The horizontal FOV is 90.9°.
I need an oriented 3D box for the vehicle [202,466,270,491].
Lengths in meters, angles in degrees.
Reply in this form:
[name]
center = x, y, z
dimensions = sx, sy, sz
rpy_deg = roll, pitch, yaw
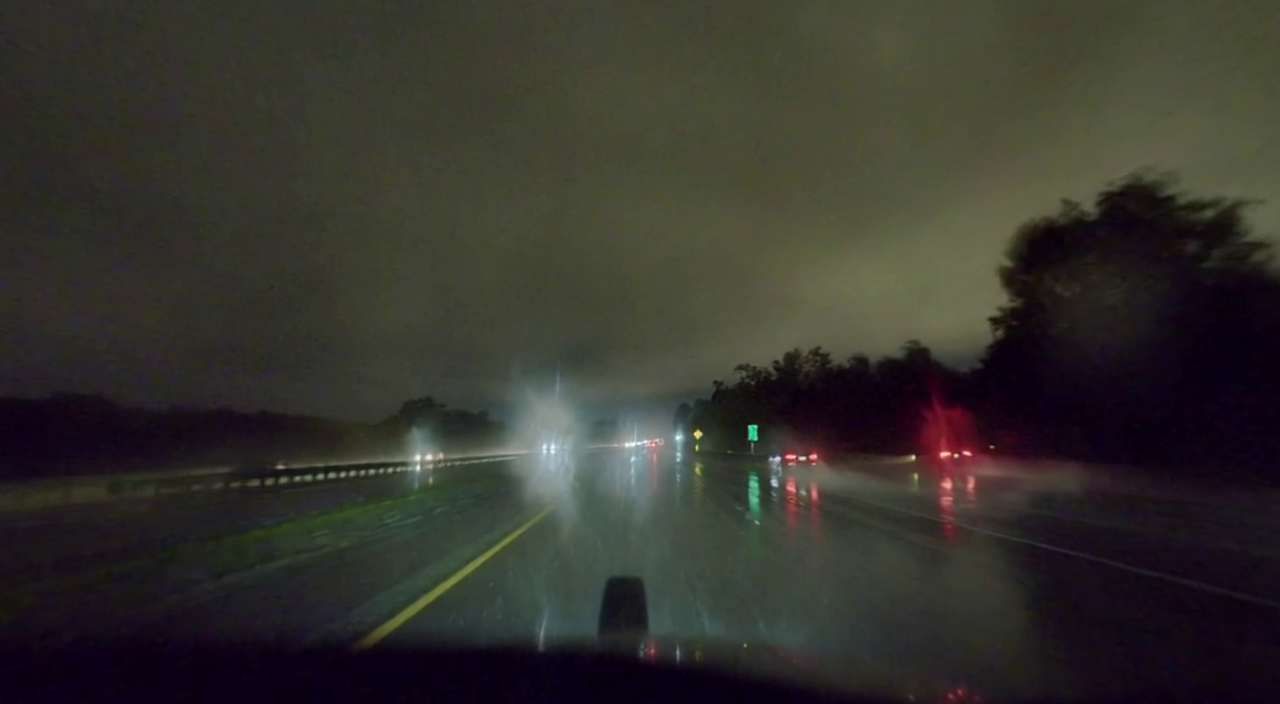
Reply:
[vehicle]
center = -28.915, 9.043, 45.281
dimensions = 1.815, 1.479, 4.533
rpy_deg = 0, -8, 1
